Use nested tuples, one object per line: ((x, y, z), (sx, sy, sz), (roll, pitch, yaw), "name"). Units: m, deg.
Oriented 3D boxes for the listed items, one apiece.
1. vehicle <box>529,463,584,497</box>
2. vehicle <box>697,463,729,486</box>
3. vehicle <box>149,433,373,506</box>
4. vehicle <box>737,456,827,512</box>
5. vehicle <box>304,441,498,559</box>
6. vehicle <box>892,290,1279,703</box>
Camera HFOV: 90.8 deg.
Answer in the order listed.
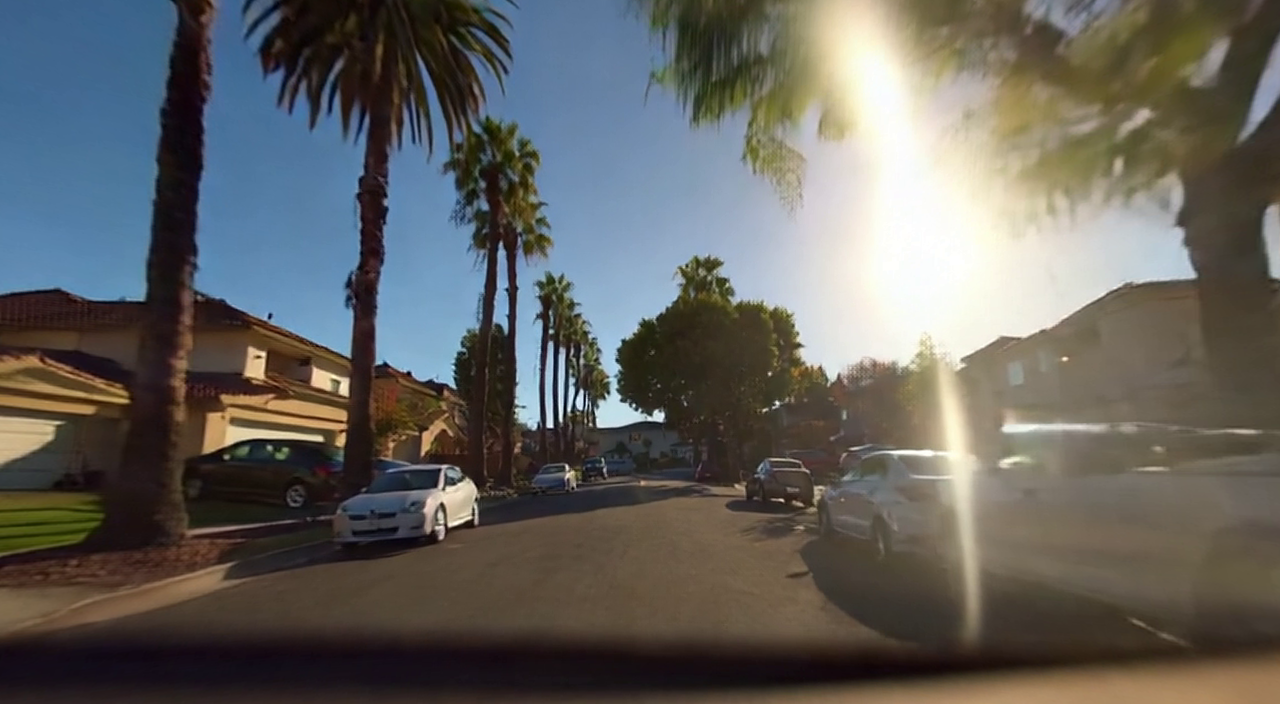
((-3.980, 6.174, 30.736), (2.080, 1.479, 4.531), (-1, -10, 0), "vehicle")
((5.245, 8.829, 45.839), (1.867, 1.480, 4.678), (-1, -9, 1), "vehicle")
((-10.814, 3.374, 18.409), (4.991, 1.947, 2.329), (0, -8, -1), "vehicle")
((4.519, 4.249, 20.810), (1.987, 1.567, 4.112), (0, -9, 0), "vehicle")
((-4.460, 2.775, 12.787), (2.147, 1.823, 4.725), (-1, -8, -1), "vehicle")
((3.790, 0.954, 3.809), (2.184, 2.038, 6.212), (-1, -9, 2), "vehicle")
